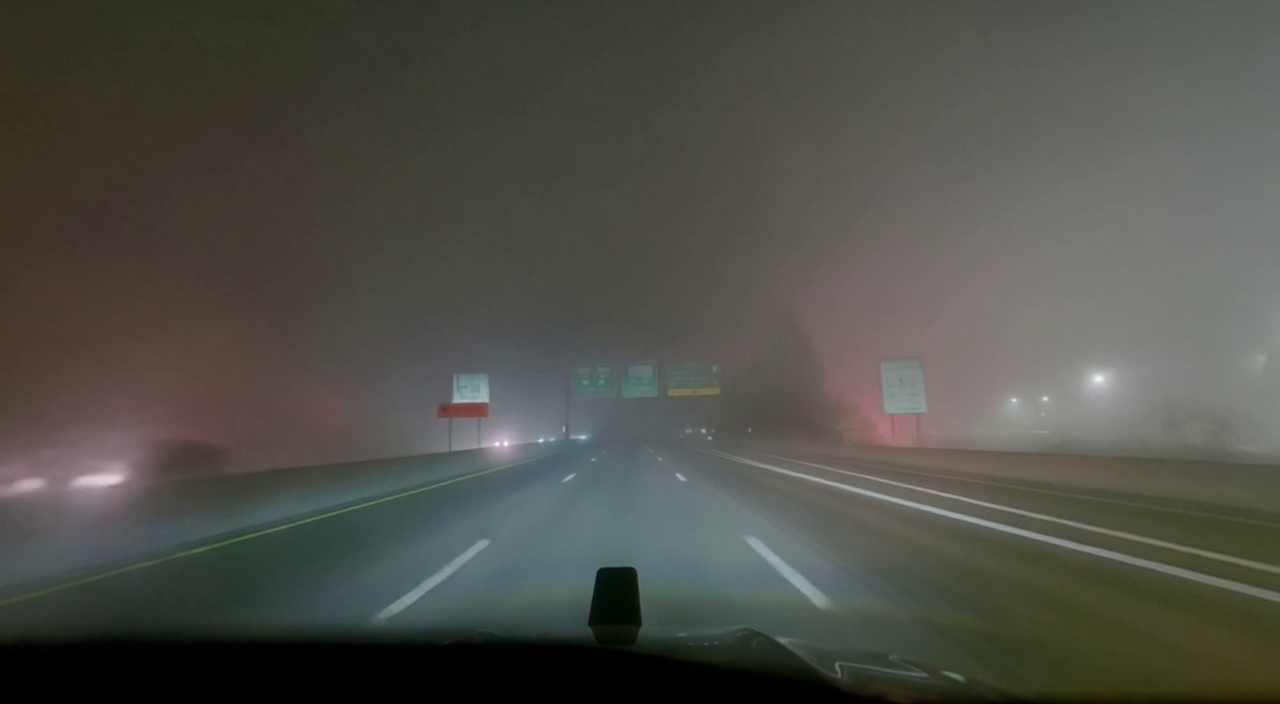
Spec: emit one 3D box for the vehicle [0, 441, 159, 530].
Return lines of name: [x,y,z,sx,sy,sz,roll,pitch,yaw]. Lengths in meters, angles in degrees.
vehicle: [-11.954,2.515,12.299,1.884,1.503,4.042,0,-8,-1]
